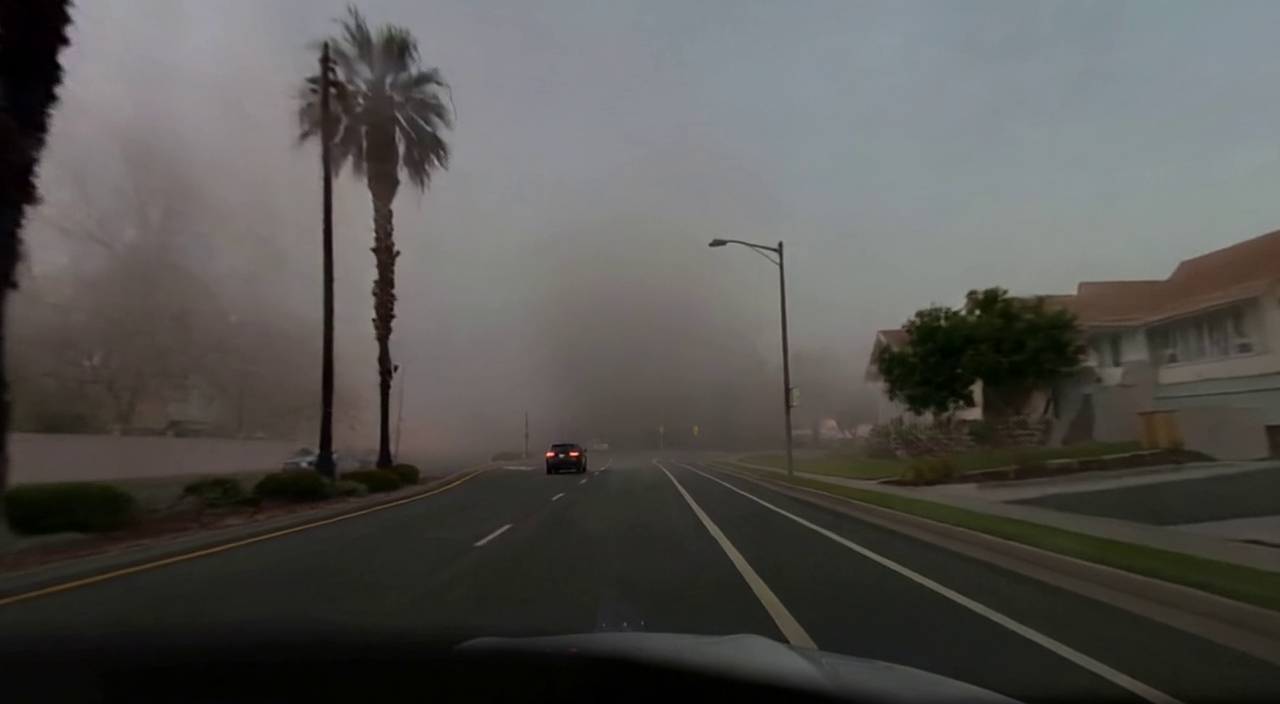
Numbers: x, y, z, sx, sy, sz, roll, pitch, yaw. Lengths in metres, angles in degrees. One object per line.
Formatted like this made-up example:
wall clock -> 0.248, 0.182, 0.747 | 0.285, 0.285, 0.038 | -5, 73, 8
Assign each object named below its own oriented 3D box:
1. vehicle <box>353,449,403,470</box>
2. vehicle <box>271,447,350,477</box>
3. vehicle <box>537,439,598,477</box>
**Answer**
vehicle -> -19.170, 7.890, 46.352 | 1.980, 1.423, 4.465 | 0, -8, -3
vehicle -> -19.060, 6.399, 36.734 | 2.026, 1.563, 4.618 | 0, -10, 1
vehicle -> -3.064, 4.611, 27.615 | 2.075, 1.498, 4.730 | 0, -8, 0
